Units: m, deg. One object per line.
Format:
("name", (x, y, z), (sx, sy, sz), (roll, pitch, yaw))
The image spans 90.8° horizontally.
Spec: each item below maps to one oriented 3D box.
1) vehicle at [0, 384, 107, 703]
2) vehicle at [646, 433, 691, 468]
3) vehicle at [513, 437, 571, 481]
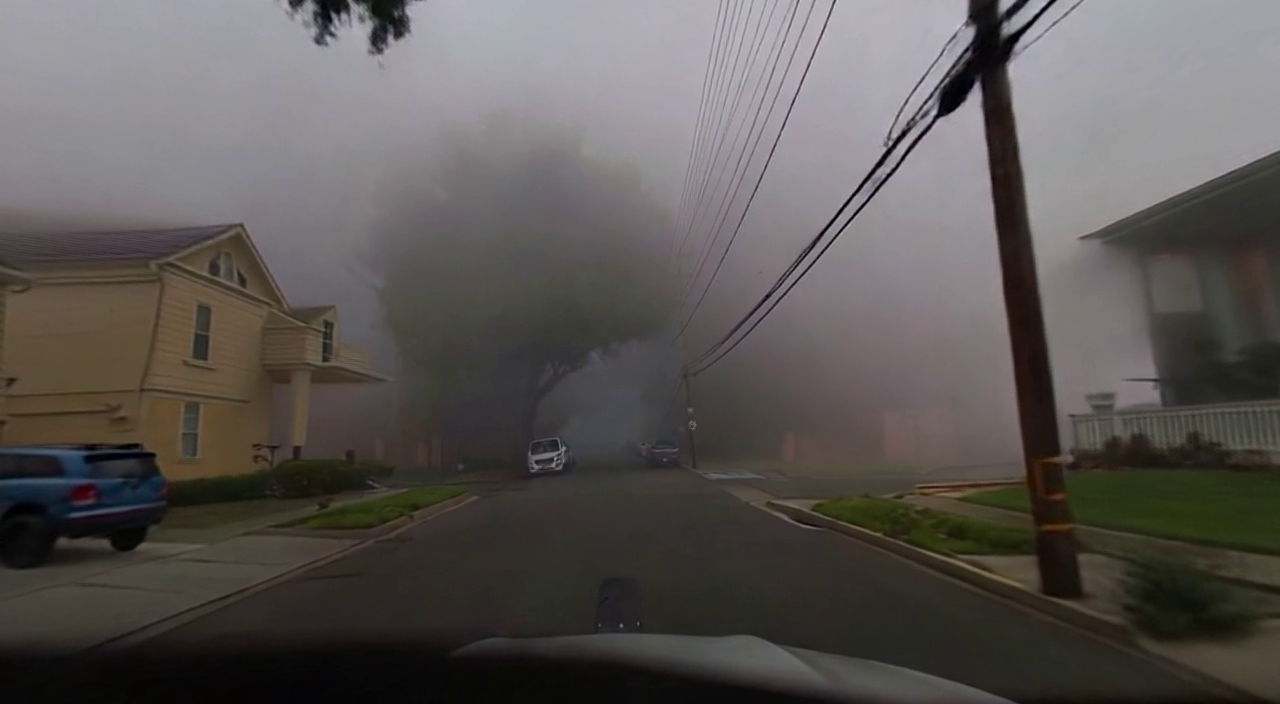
("vehicle", (-3.310, 0.834, 0.224), (2.204, 1.655, 4.813), (-8, -7, -2))
("vehicle", (1.608, 5.740, 37.140), (2.129, 1.873, 4.471), (-1, -7, -4))
("vehicle", (-4.519, 4.962, 29.759), (2.082, 1.759, 4.541), (-2, -7, -2))
